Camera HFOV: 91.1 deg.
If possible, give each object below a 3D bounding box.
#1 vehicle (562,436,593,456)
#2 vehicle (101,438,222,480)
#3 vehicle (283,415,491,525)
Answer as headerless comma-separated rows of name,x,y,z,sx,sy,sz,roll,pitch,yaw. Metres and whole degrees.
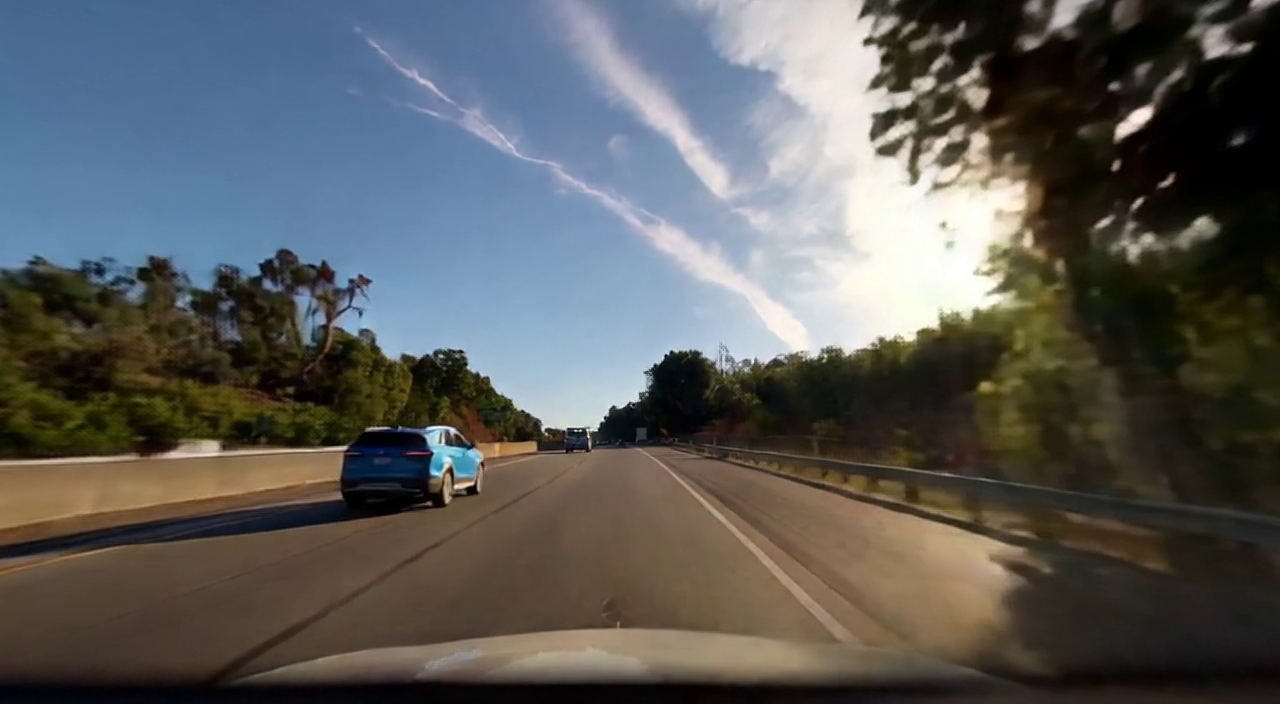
vehicle,-4.910,7.421,49.672,2.063,1.496,4.225,0,-8,-1
vehicle,-17.616,3.931,23.364,1.794,1.408,3.420,0,-8,-1
vehicle,-4.364,2.082,11.813,2.070,1.647,4.577,0,-8,-1
